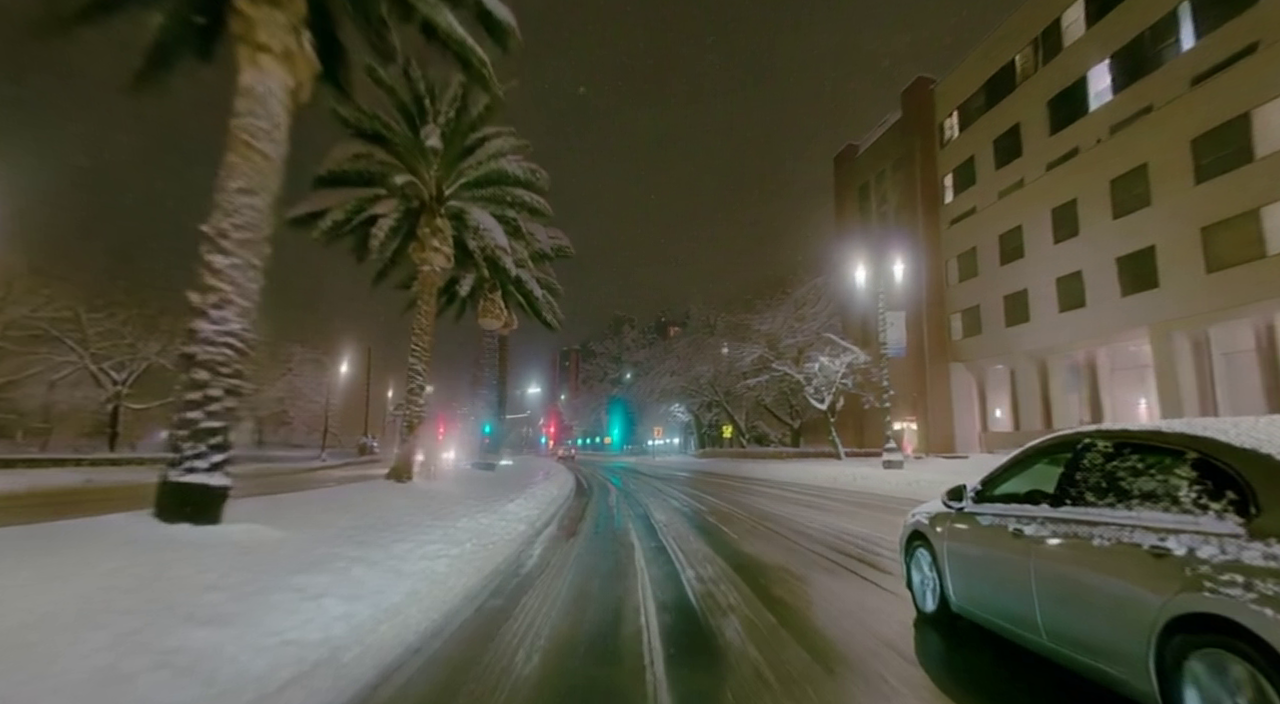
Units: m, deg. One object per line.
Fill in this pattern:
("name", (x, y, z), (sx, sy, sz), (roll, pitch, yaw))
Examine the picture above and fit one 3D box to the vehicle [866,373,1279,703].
("vehicle", (3.065, 1.074, 3.587), (1.867, 1.554, 4.301), (0, -9, -1))
